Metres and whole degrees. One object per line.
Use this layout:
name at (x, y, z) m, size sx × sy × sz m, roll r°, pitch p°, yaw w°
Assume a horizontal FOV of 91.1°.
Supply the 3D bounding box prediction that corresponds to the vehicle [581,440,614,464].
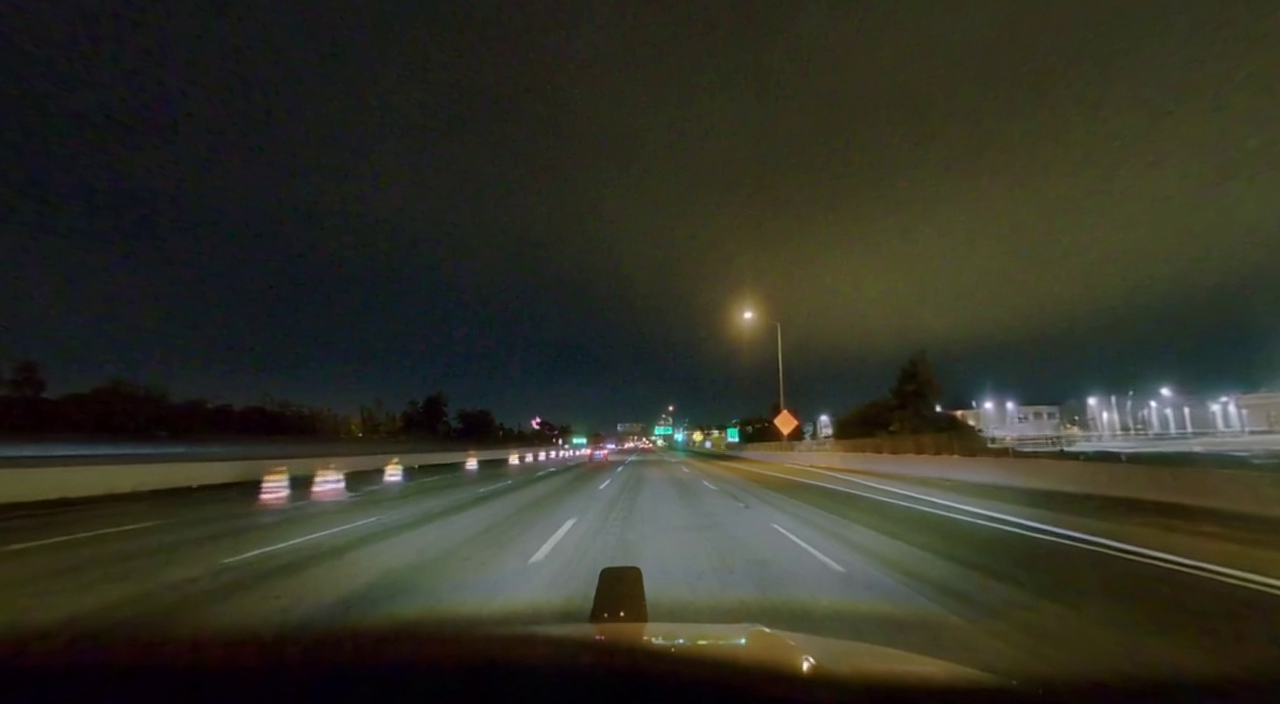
vehicle at (-3.069, 7.326, 46.198) m, size 2.078 × 1.629 × 4.059 m, roll 0°, pitch -8°, yaw 1°
